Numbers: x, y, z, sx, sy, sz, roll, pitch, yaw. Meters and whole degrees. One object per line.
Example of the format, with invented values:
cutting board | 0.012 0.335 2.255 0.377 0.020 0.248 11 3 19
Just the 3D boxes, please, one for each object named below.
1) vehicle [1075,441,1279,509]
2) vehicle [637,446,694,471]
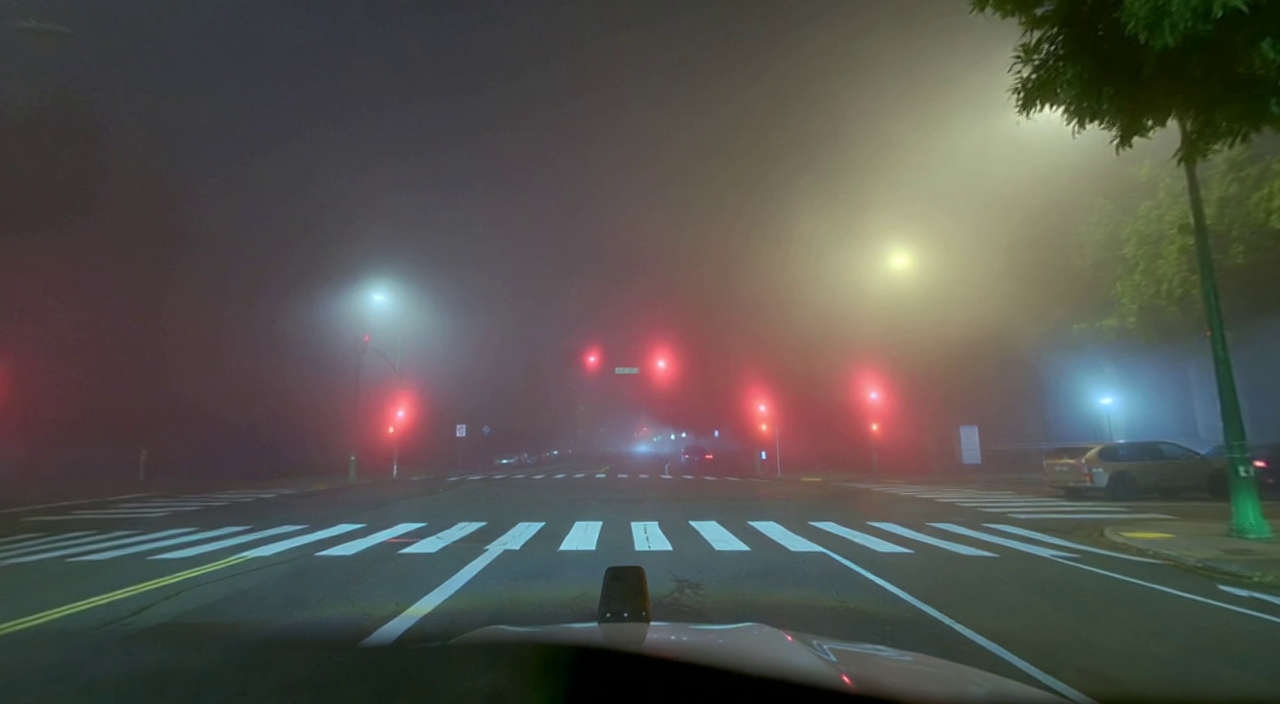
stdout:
vehicle | 13.004 2.792 14.561 4.424 1.436 1.804 -1 -8 5
vehicle | 1.566 6.771 40.386 1.972 1.522 4.368 3 -9 -23
